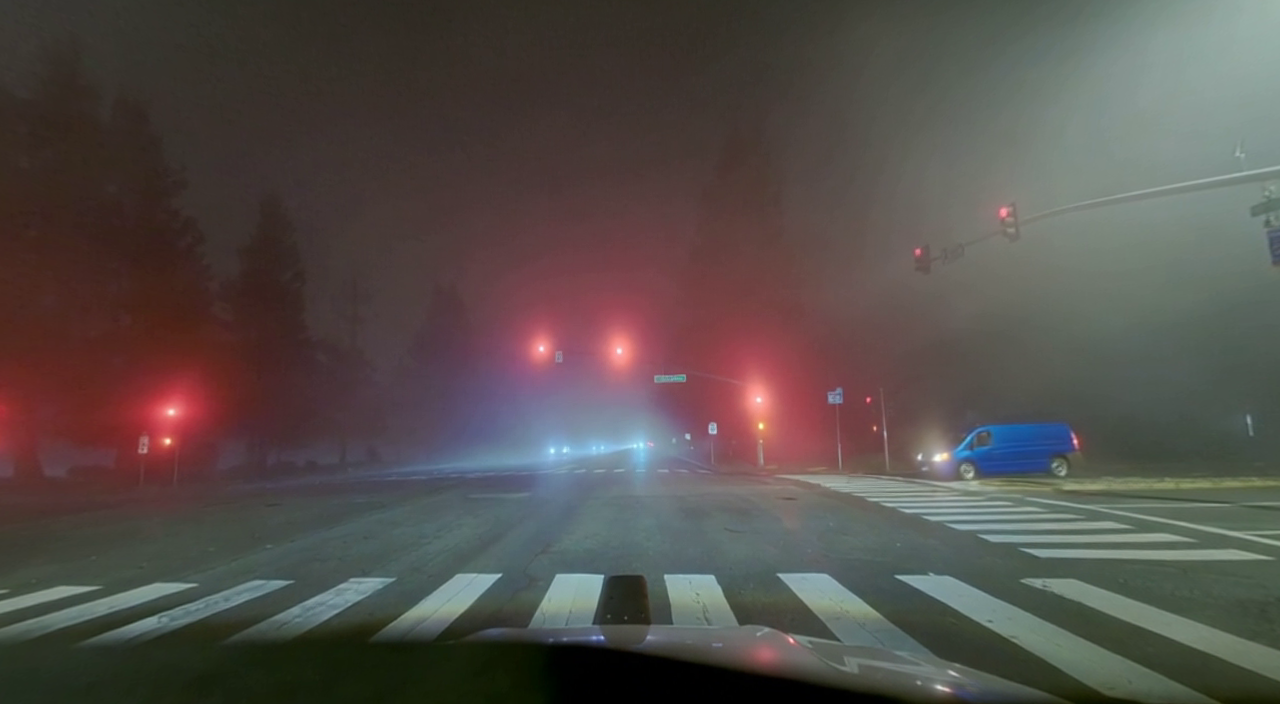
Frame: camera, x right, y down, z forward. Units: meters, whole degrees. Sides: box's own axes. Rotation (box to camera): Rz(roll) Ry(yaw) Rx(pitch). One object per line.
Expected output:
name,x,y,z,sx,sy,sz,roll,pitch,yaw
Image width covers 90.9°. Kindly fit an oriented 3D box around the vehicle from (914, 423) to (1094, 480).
vehicle,12.097,3.320,21.190,4.790,1.798,1.909,0,-8,1
